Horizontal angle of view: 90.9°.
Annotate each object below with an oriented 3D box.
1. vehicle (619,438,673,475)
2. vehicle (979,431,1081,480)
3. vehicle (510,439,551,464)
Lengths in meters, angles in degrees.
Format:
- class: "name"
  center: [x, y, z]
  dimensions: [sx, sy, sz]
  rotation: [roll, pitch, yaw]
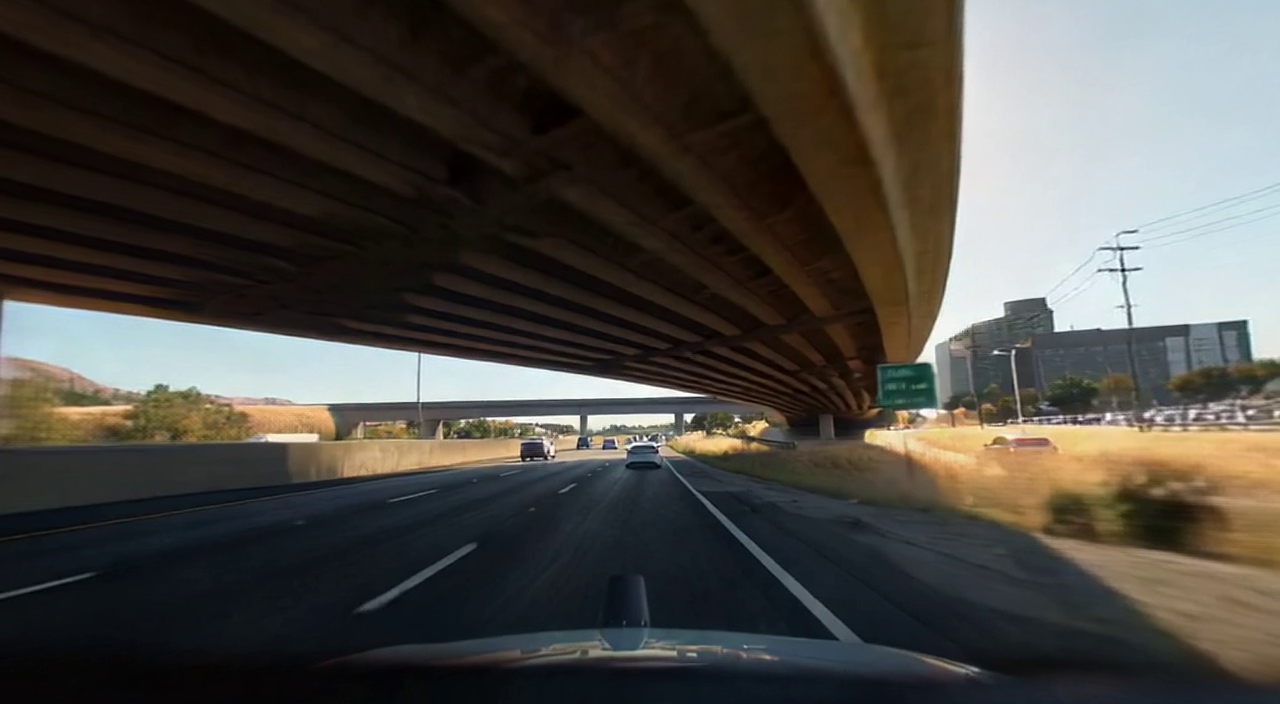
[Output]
- class: "vehicle"
  center: [0.237, 4.507, 27.430]
  dimensions: [2.145, 1.493, 4.146]
  rotation: [0, -8, 0]
- class: "vehicle"
  center: [15.927, 4.229, 26.087]
  dimensions: [2.095, 1.674, 4.530]
  rotation: [2, -8, 11]
- class: "vehicle"
  center: [-7.677, 7.024, 44.703]
  dimensions: [2.067, 1.682, 4.388]
  rotation: [0, -9, 1]
